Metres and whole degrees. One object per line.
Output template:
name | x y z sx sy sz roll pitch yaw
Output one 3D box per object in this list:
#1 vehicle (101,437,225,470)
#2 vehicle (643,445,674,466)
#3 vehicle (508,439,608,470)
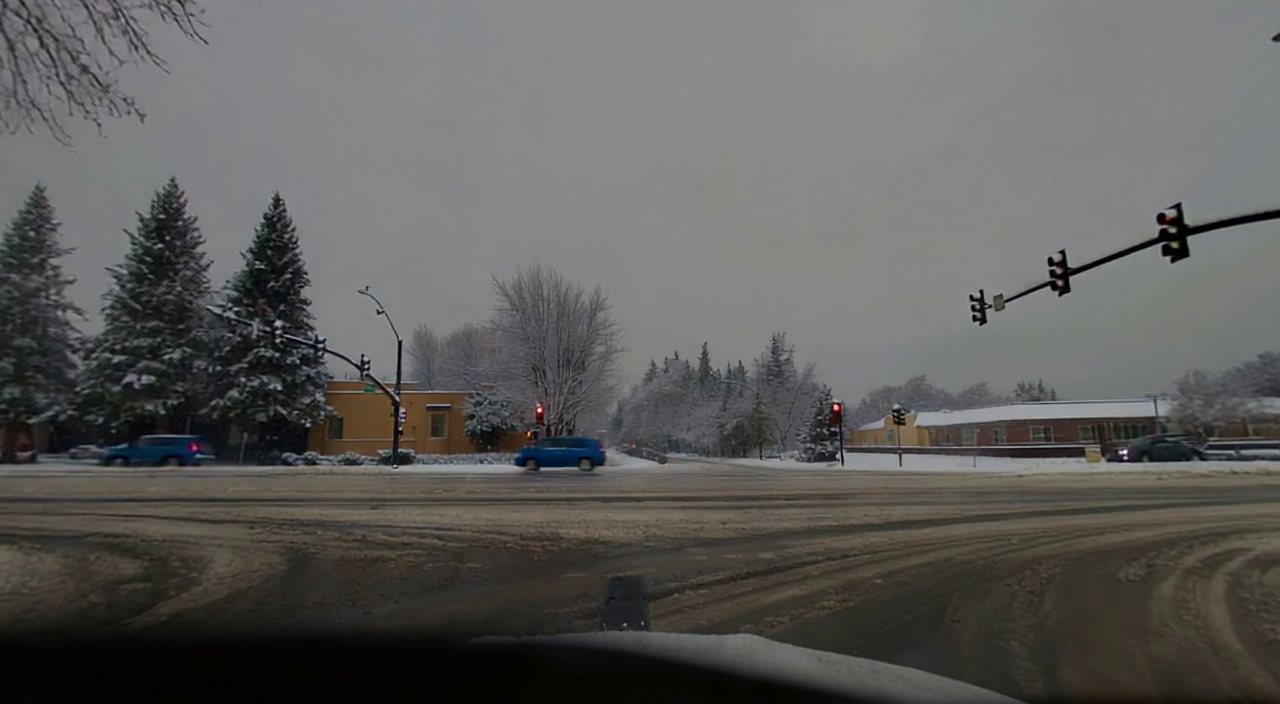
vehicle | -24.055 5.135 31.918 4.735 1.588 1.877 0 -9 1
vehicle | 1.310 7.634 46.471 2.132 1.449 4.235 0 -9 0
vehicle | -4.024 5.072 31.332 4.681 1.465 1.820 0 -9 2
